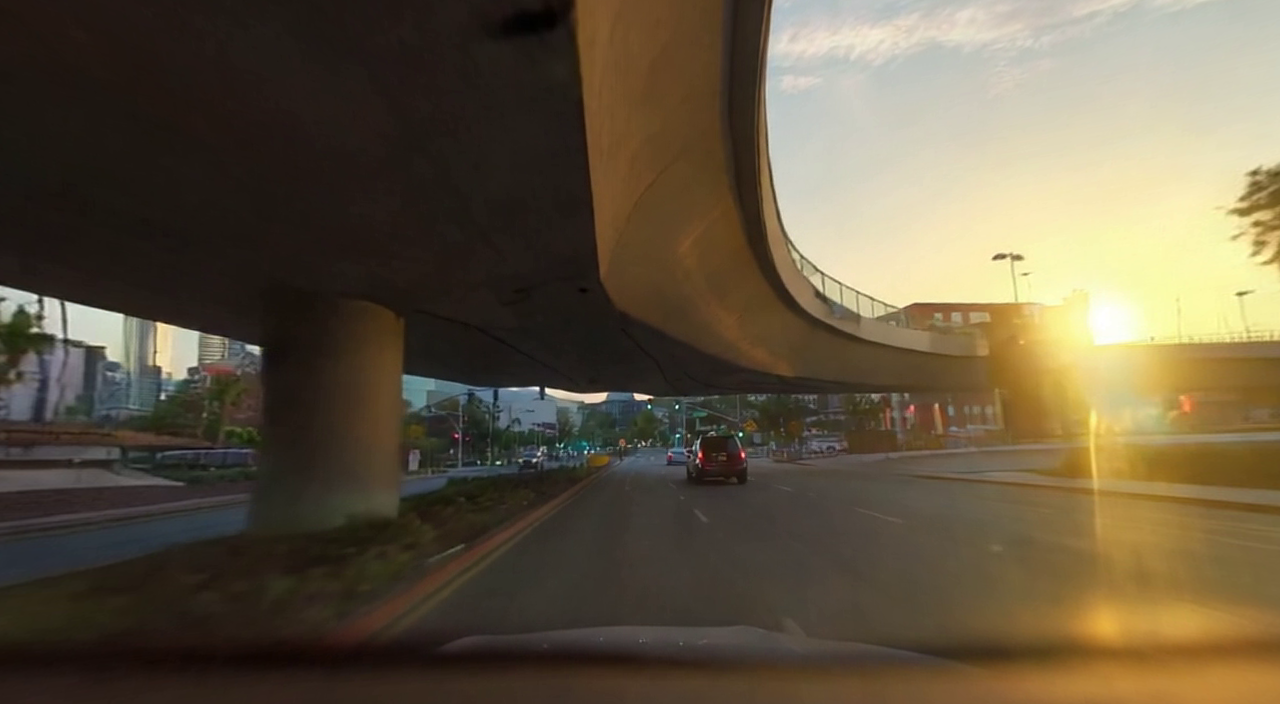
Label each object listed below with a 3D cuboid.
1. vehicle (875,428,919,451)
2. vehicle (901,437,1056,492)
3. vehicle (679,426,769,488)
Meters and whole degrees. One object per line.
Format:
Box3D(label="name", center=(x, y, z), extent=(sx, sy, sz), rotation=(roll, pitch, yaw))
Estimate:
Box3D(label="vehicle", center=(19.370, 6.611, 47.522), extent=(2.100, 1.626, 4.450), rotation=(-6, -10, 33))
Box3D(label="vehicle", center=(10.159, 3.420, 19.558), extent=(1.989, 1.472, 5.054), rotation=(0, -9, 0))
Box3D(label="vehicle", center=(2.957, 3.885, 23.668), extent=(2.559, 2.017, 5.562), rotation=(0, -9, 0))
